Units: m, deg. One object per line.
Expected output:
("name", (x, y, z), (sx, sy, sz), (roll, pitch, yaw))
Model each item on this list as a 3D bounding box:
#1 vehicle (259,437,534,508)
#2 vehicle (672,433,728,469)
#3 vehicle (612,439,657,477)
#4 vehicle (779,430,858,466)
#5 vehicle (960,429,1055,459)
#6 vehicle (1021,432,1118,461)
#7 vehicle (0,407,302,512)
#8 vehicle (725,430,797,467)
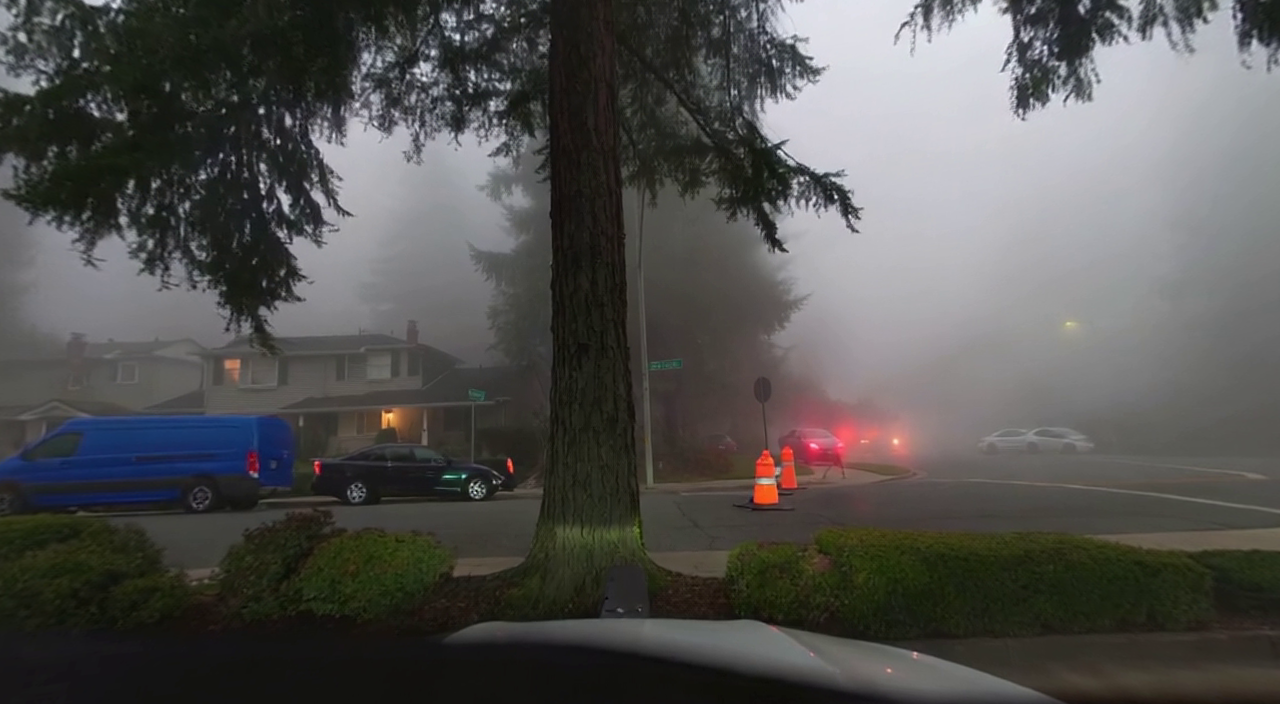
("vehicle", (-6.505, 3.332, 17.890), (6.643, 1.777, 2.925), (1, -8, -4))
("vehicle", (2.600, 4.422, 28.375), (1.745, 1.461, 4.074), (1, -8, -6))
("vehicle", (-0.303, 4.644, 27.949), (1.648, 1.430, 3.654), (4, -9, -4))
("vehicle", (8.054, 4.380, 28.947), (1.893, 1.529, 4.422), (1, -8, -7))
("vehicle", (24.124, 6.034, 41.526), (4.984, 1.912, 2.132), (1, -8, -6))
("vehicle", (22.767, 5.015, 33.574), (3.863, 1.453, 1.826), (1, -8, -5))
("vehicle", (-14.089, 2.999, 17.442), (7.824, 2.323, 2.863), (-3, -10, -2))
("vehicle", (5.340, 4.345, 28.508), (2.007, 1.555, 4.204), (1, -8, -7))
